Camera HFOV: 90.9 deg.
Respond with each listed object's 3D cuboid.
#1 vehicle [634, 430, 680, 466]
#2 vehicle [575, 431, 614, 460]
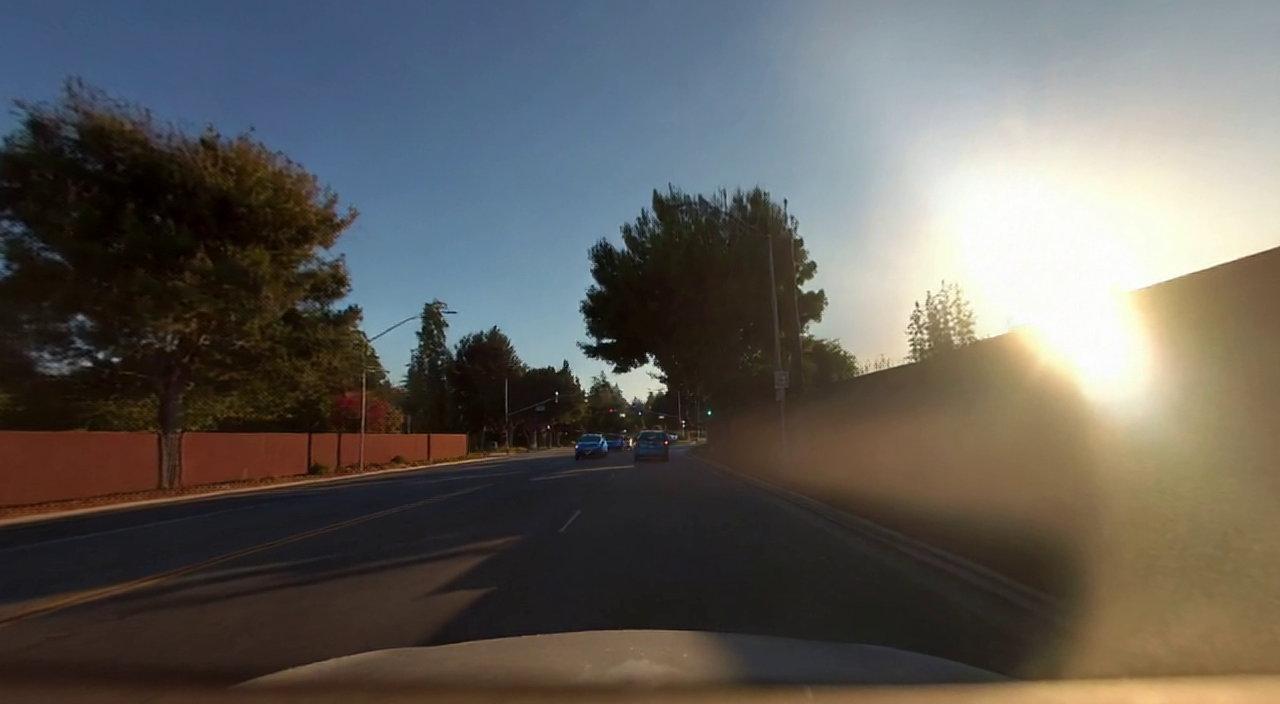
[{"bbox_3d":[0.813,4.848,31.834,2.127,1.665,3.993,0,-8,0],"label":"vehicle"},{"bbox_3d":[-2.907,6.144,41.400,2.190,1.766,4.394,0,-8,1],"label":"vehicle"}]
